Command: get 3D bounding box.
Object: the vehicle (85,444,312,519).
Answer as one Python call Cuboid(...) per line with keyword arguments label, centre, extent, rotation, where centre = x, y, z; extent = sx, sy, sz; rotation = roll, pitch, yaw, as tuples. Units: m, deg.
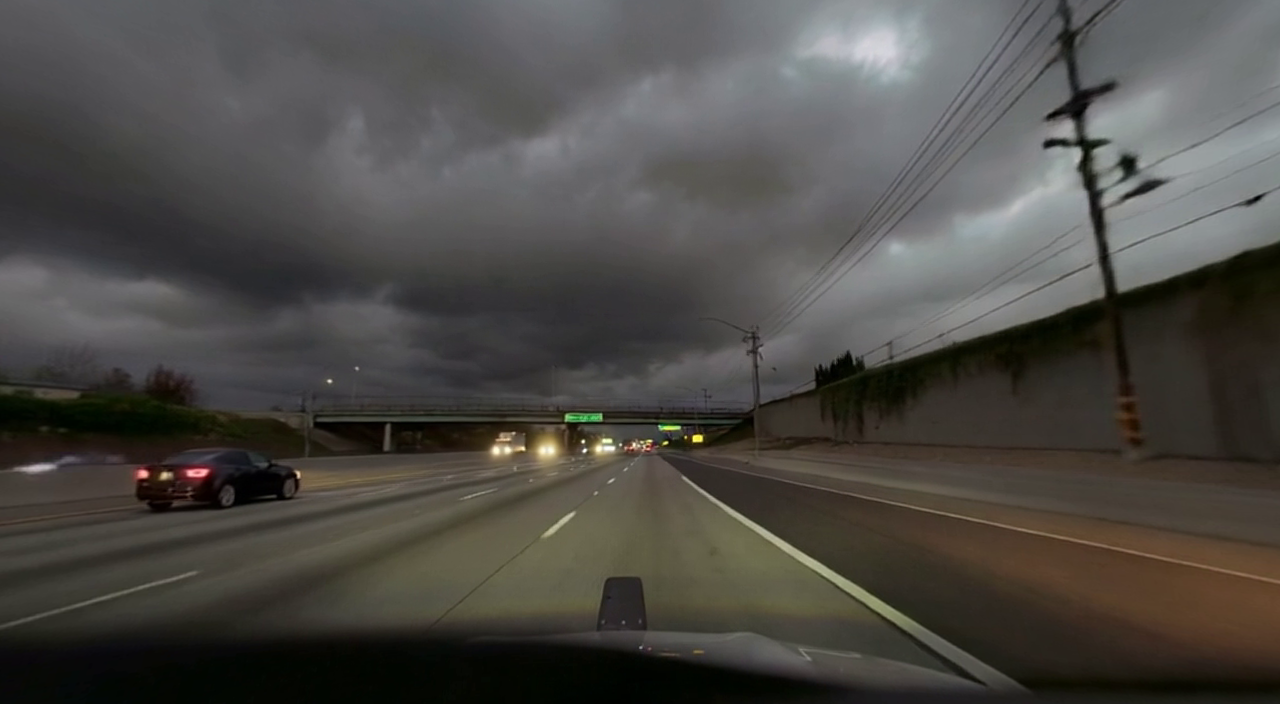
Cuboid(label="vehicle", centre=(-10.078, 2.931, 14.990), extent=(2.056, 1.476, 4.562), rotation=(-1, -8, 1))
